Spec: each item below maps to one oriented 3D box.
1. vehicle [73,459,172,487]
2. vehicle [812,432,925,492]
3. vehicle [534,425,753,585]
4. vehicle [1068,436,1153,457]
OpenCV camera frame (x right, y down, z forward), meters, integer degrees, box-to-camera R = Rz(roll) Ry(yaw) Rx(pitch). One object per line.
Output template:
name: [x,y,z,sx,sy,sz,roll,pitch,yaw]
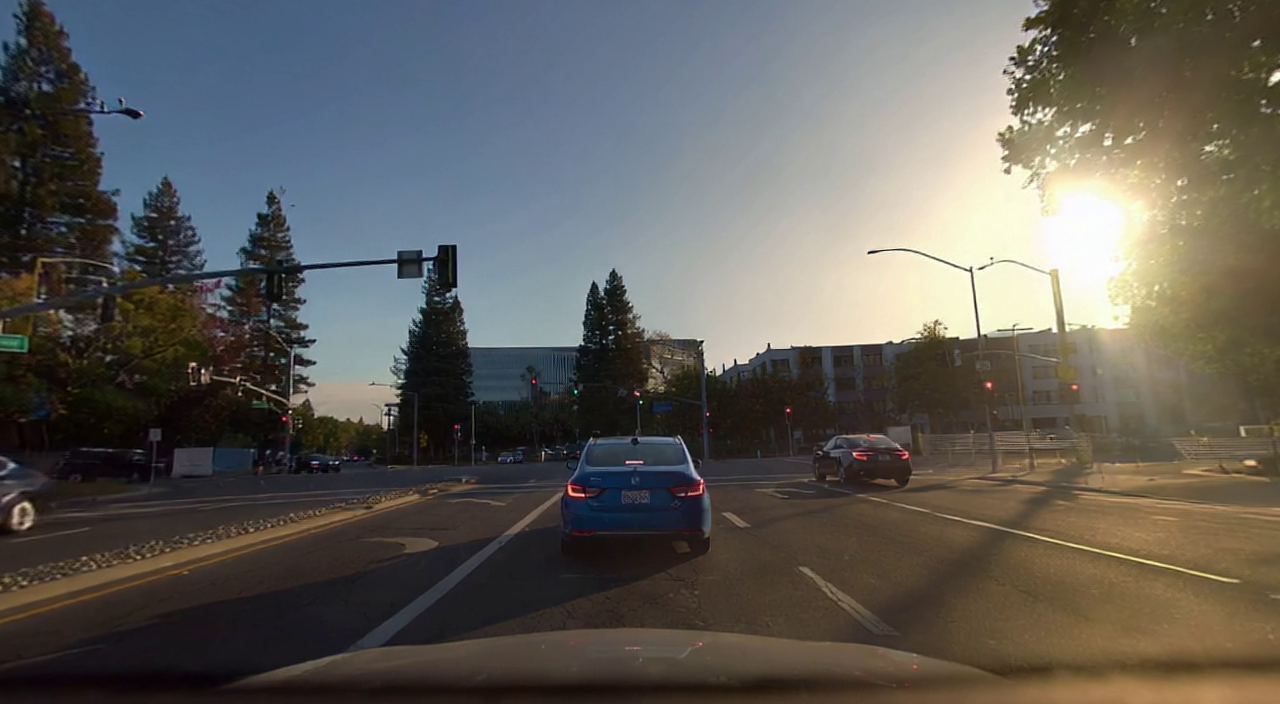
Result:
vehicle: [-32.399,7.551,39.637,4.401,1.625,1.863,0,-8,-4]
vehicle: [7.054,3.440,20.068,2.039,1.692,4.319,0,-8,1]
vehicle: [-0.024,1.764,8.151,2.070,1.488,4.206,0,-8,-2]
vehicle: [33.087,6.637,44.445,4.563,1.454,2.056,1,-9,-8]
